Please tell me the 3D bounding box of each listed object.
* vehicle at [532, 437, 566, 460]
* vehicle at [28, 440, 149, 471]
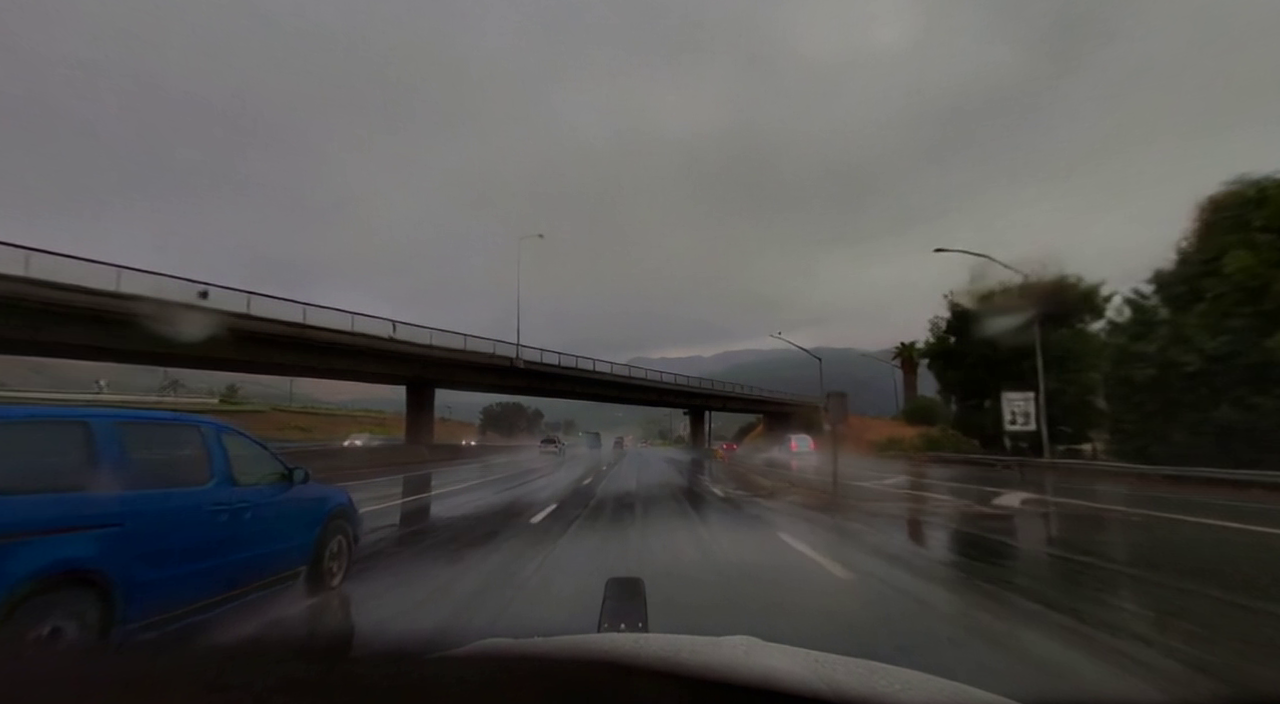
[{"bbox_3d":[-6.898,7.372,48.023,1.935,1.633,3.955,0,-8,1],"label":"vehicle"},{"bbox_3d":[-27.678,5.181,31.753,2.002,1.469,4.721,1,-8,-3],"label":"vehicle"}]
